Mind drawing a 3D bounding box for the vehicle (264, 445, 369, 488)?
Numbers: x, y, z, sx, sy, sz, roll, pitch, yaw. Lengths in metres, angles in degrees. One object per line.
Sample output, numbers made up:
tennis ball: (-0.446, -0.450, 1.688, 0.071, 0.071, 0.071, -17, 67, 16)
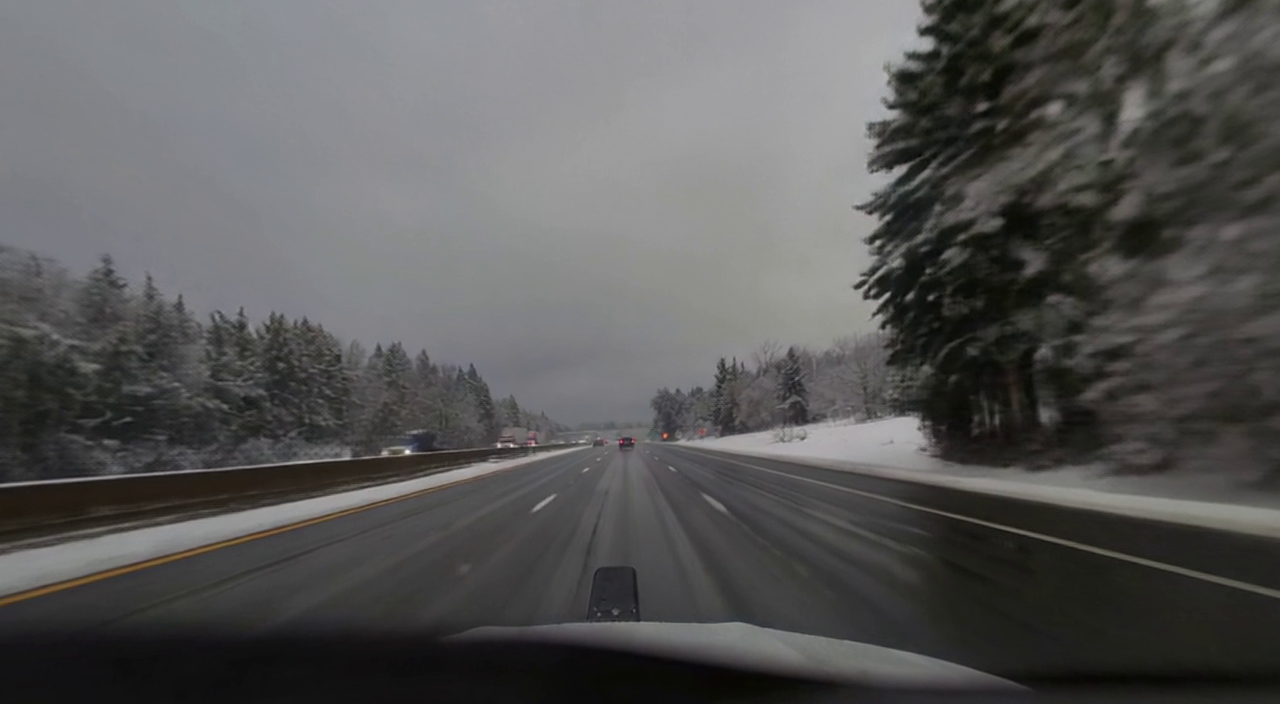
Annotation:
vehicle: (-12.763, 4.511, 25.189, 1.946, 1.480, 4.475, 0, -8, -2)
